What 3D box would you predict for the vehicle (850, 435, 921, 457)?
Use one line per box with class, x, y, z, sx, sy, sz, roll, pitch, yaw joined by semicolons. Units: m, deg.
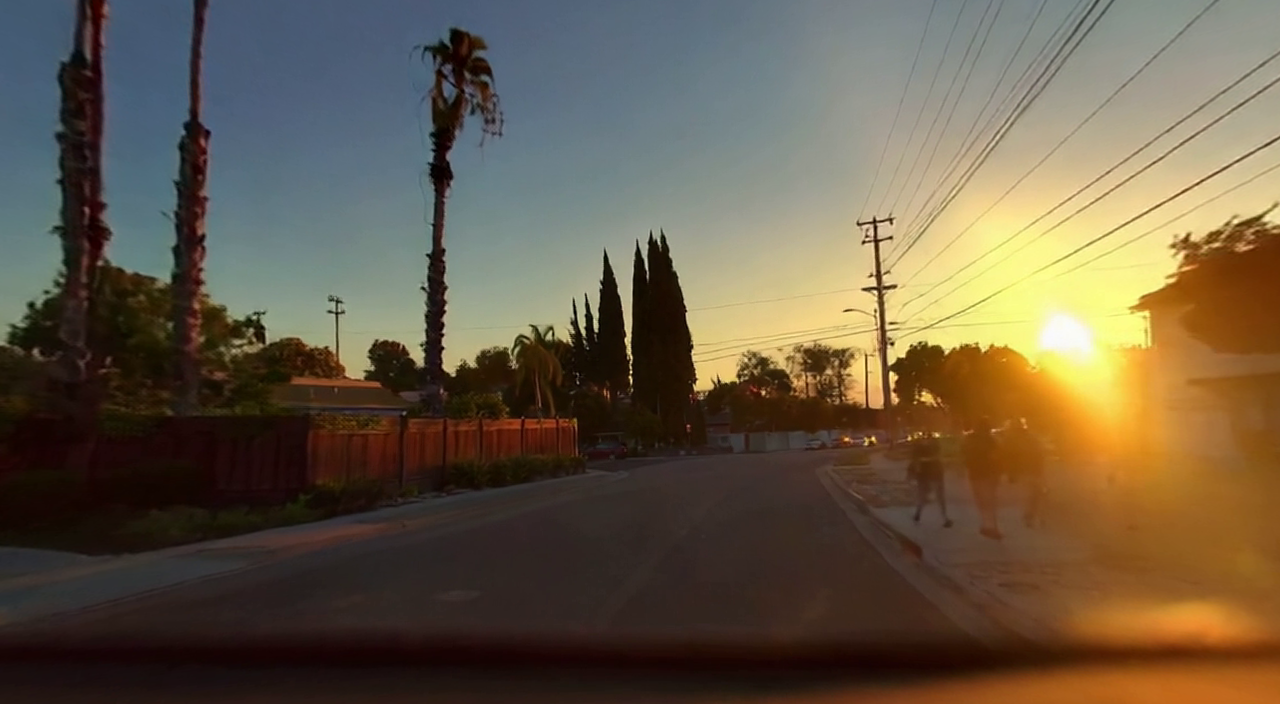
vehicle;17.247;6.622;44.381;4.531;1.447;1.814;-4;-10;24
